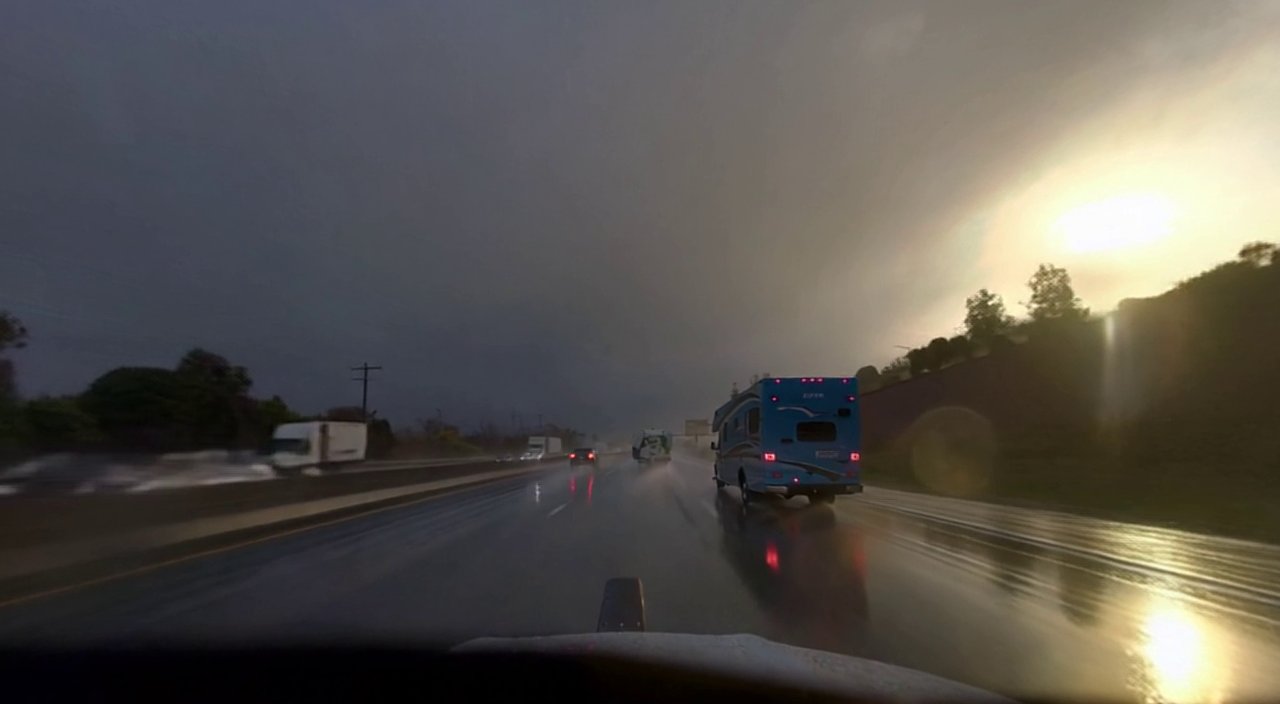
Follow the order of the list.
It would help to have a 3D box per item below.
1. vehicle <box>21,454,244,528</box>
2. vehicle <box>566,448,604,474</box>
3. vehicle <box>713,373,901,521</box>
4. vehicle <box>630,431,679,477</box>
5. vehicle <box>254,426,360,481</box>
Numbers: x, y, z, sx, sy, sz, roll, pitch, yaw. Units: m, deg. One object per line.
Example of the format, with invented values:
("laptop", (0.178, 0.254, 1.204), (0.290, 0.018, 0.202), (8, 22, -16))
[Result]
("vehicle", (-11.339, 3.088, 14.547), (1.794, 1.424, 3.959), (0, -9, 1))
("vehicle", (-3.444, 6.899, 40.160), (1.959, 1.502, 4.559), (0, -9, 1))
("vehicle", (3.732, 2.433, 16.191), (2.607, 2.910, 7.252), (0, -9, -2))
("vehicle", (0.732, 5.607, 34.761), (2.524, 2.310, 4.986), (0, -9, 0))
("vehicle", (-18.894, 5.815, 36.273), (2.605, 2.905, 6.055), (0, -9, 1))
